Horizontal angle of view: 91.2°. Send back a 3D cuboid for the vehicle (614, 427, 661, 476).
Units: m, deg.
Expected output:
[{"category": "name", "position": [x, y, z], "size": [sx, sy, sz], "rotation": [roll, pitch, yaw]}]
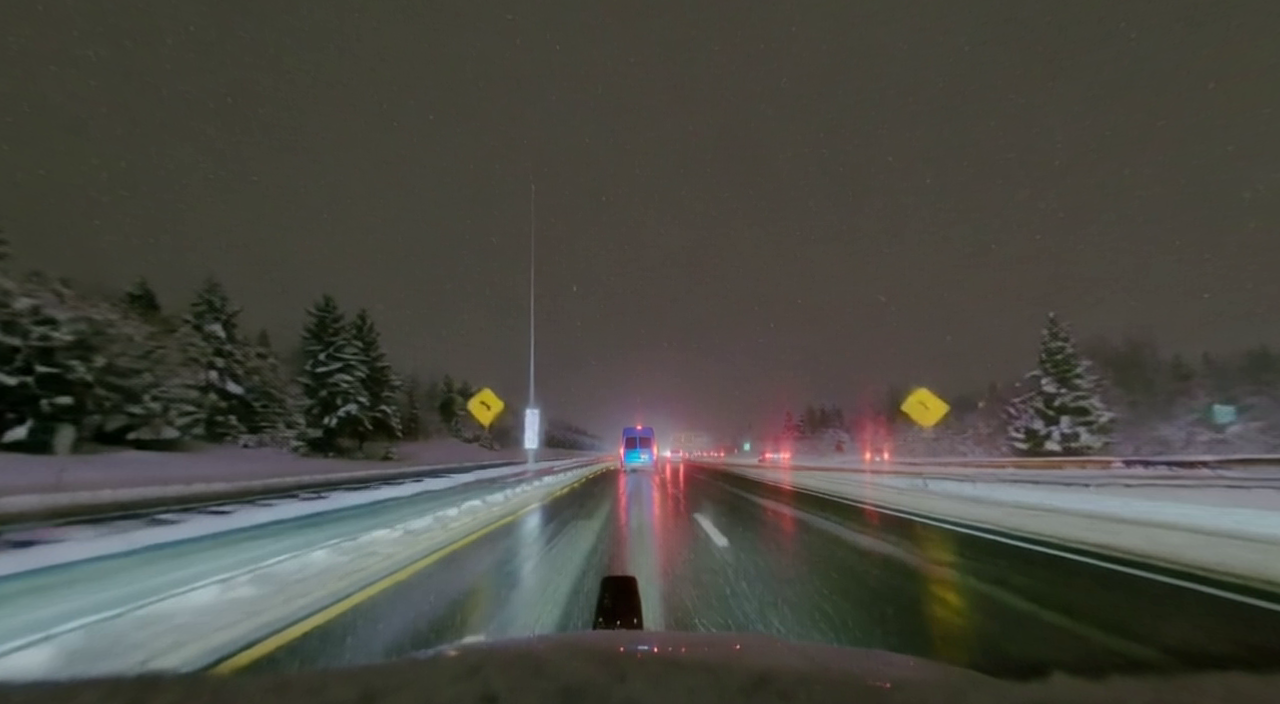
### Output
[{"category": "vehicle", "position": [-0.138, 5.852, 36.854], "size": [2.560, 2.598, 5.581], "rotation": [0, -9, 0]}]
